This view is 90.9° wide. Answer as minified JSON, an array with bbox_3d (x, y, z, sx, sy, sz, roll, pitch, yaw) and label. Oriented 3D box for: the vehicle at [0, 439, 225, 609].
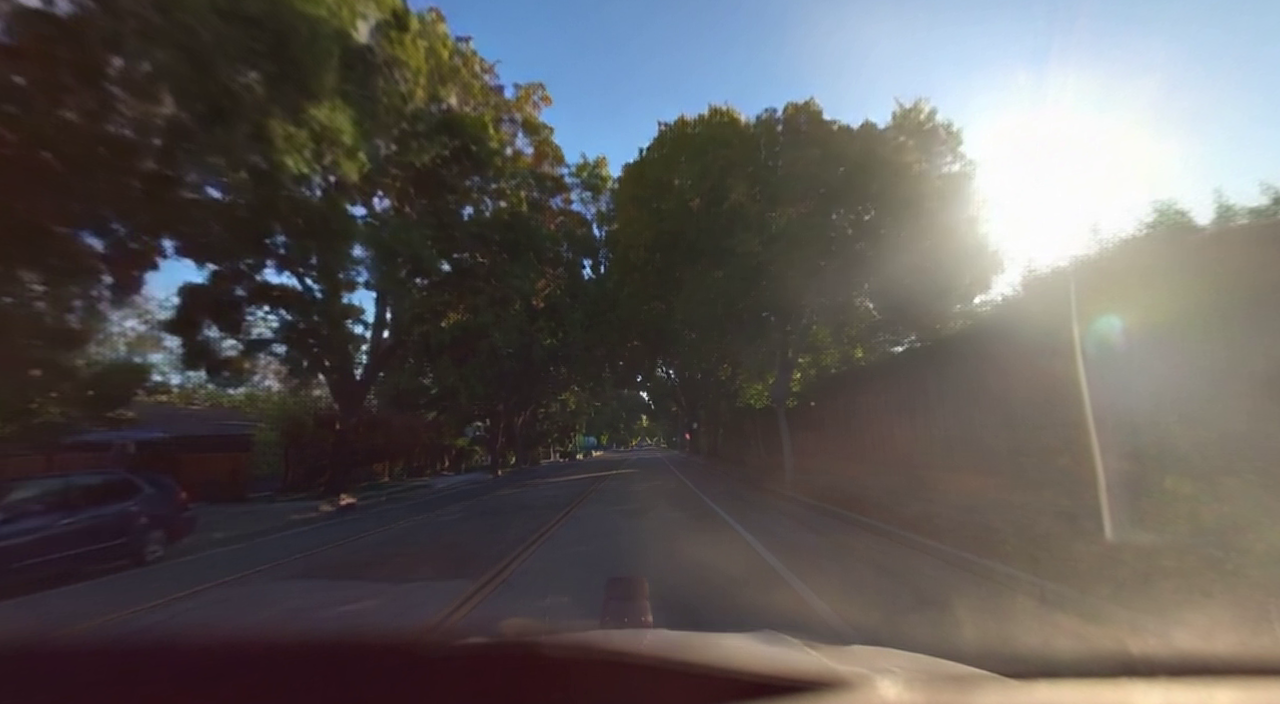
[{"bbox_3d":[-7.744,2.076,8.150,1.945,1.760,4.021,-3,-8,2],"label":"vehicle"}]
